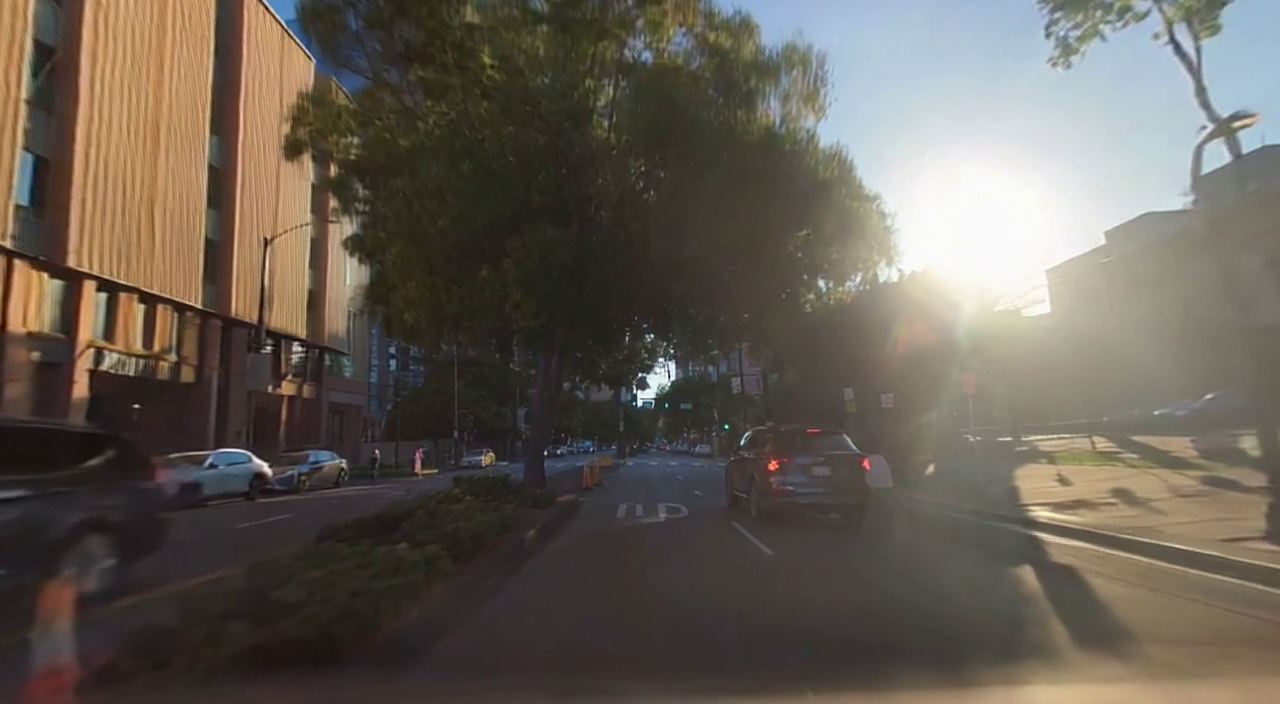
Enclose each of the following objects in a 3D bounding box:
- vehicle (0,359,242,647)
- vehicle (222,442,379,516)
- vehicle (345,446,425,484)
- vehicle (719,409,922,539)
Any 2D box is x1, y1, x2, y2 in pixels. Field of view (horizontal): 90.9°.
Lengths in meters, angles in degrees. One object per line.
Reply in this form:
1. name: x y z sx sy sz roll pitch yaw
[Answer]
1. vehicle: -5.247 0.988 4.087 2.030 1.881 4.994 0 -9 0
2. vehicle: -8.778 3.246 16.796 1.750 1.607 4.241 0 -7 1
3. vehicle: -12.099 5.374 30.270 1.937 1.642 4.591 0 -9 -1
4. vehicle: 2.933 2.164 11.795 2.118 1.848 5.426 0 -9 -1
